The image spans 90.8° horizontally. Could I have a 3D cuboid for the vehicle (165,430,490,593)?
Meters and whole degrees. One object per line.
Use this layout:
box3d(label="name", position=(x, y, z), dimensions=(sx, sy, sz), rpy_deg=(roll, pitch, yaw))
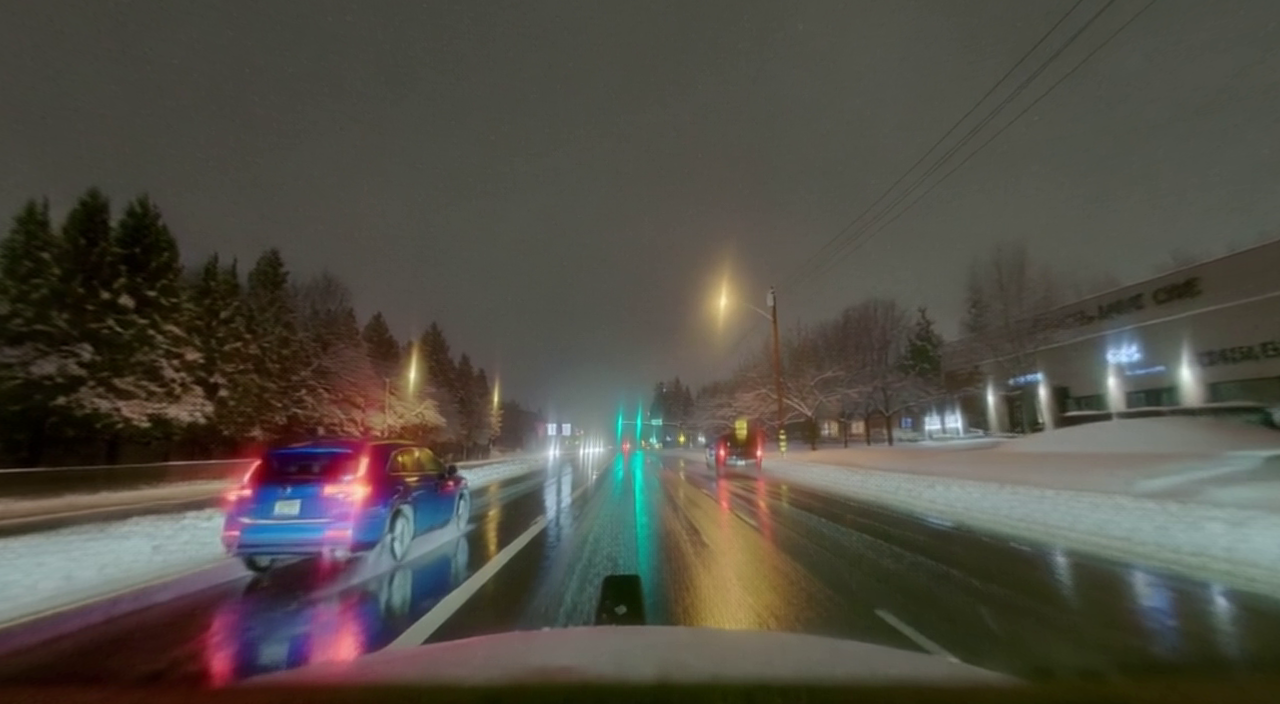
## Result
box3d(label="vehicle", position=(-3.396, 1.794, 8.038), dimensions=(2.017, 1.470, 4.293), rpy_deg=(0, -8, -1))

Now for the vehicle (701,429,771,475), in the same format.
box3d(label="vehicle", position=(4.517, 4.842, 30.823), dimensions=(2.476, 2.016, 5.586), rpy_deg=(0, -8, 0))
